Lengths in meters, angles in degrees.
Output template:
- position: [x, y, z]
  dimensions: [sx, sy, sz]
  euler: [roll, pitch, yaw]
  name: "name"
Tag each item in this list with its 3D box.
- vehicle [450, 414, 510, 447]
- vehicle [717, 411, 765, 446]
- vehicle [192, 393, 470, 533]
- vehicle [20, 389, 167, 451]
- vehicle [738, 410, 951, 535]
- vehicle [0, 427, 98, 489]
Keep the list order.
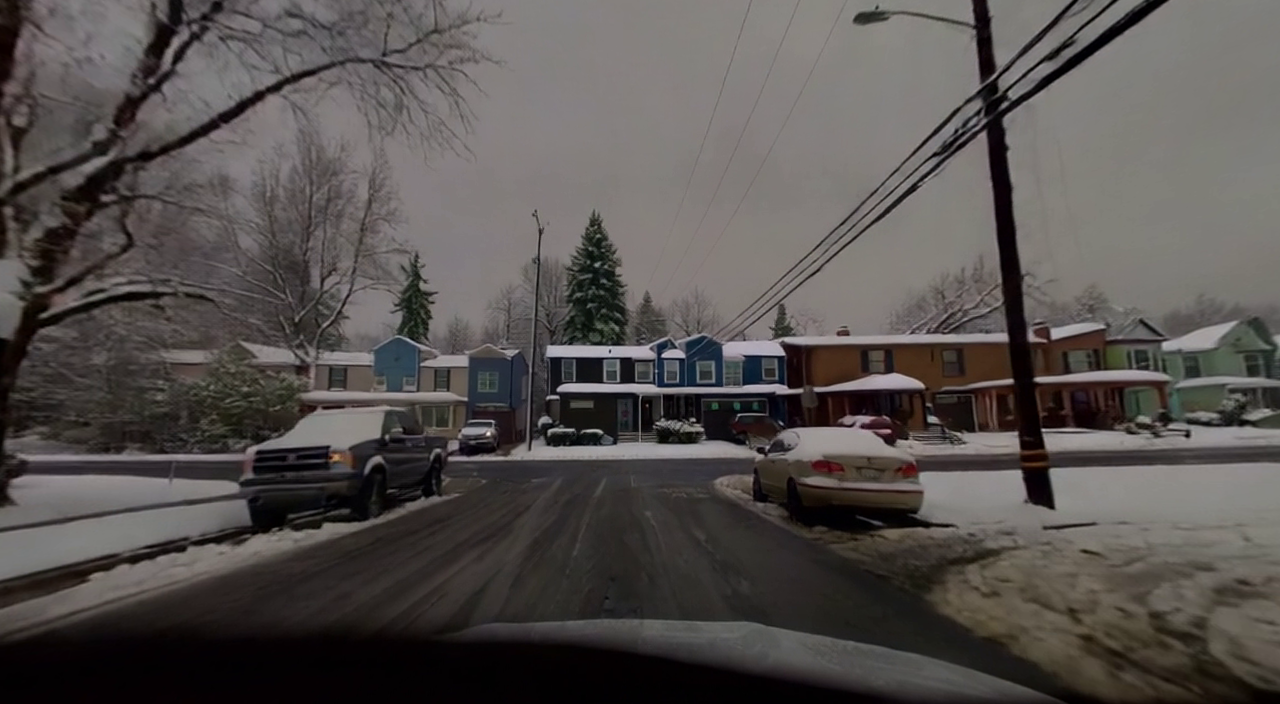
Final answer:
- position: [-9.144, 4.584, 36.411]
  dimensions: [2.091, 1.760, 4.760]
  euler: [0, -8, 1]
  name: "vehicle"
- position: [5.729, 4.367, 36.259]
  dimensions: [2.081, 1.891, 4.367]
  euler: [1, -6, 1]
  name: "vehicle"
- position: [-5.498, 2.097, 12.681]
  dimensions: [2.480, 2.084, 6.353]
  euler: [1, -8, -1]
  name: "vehicle"
- position: [-31.252, 3.768, 36.409]
  dimensions: [2.473, 2.922, 6.719]
  euler: [0, 0, 3]
  name: "vehicle"
- position: [3.408, 2.115, 11.768]
  dimensions: [2.109, 1.811, 4.886]
  euler: [1, -8, -3]
  name: "vehicle"
- position: [-19.184, 3.139, 18.859]
  dimensions: [1.906, 1.718, 4.449]
  euler: [1, -6, -1]
  name: "vehicle"
